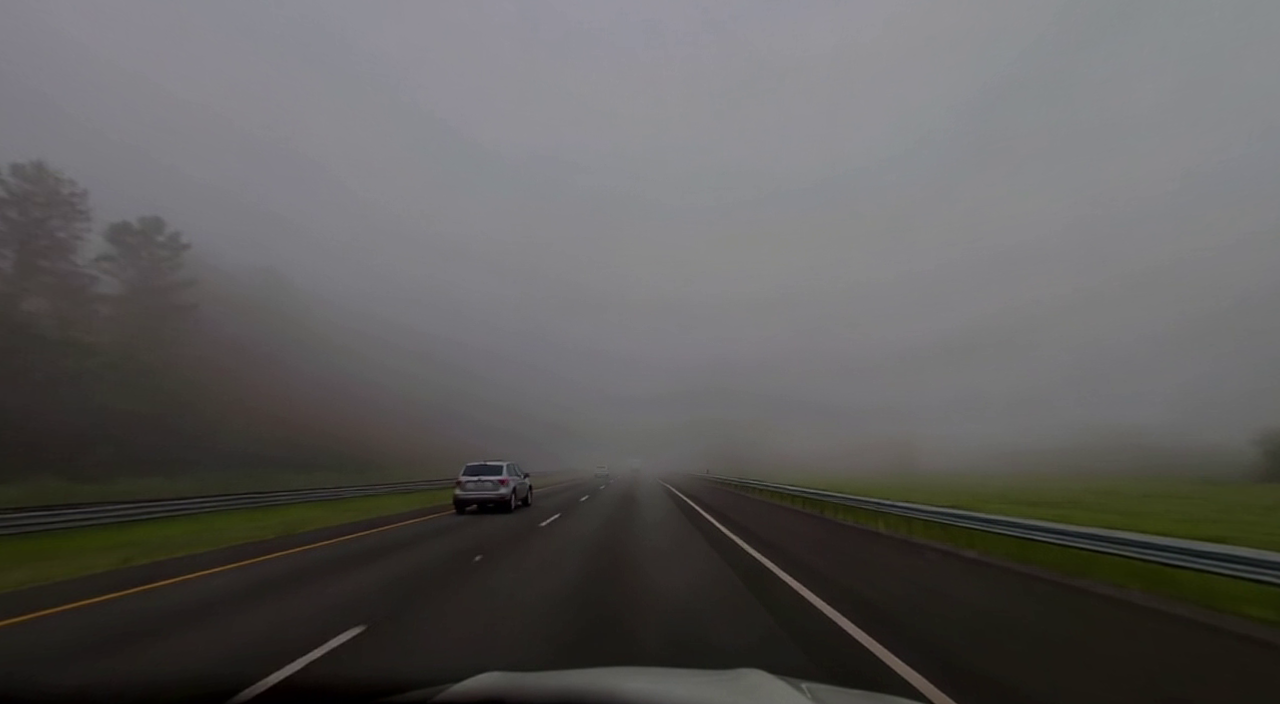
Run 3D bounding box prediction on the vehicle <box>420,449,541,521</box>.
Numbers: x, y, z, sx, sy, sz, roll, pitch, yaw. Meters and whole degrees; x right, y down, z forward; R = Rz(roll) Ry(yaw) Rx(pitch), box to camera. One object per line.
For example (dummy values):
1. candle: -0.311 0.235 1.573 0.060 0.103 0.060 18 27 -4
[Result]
1. vehicle: -4.005 3.463 16.770 1.928 1.593 4.871 1 -10 0
